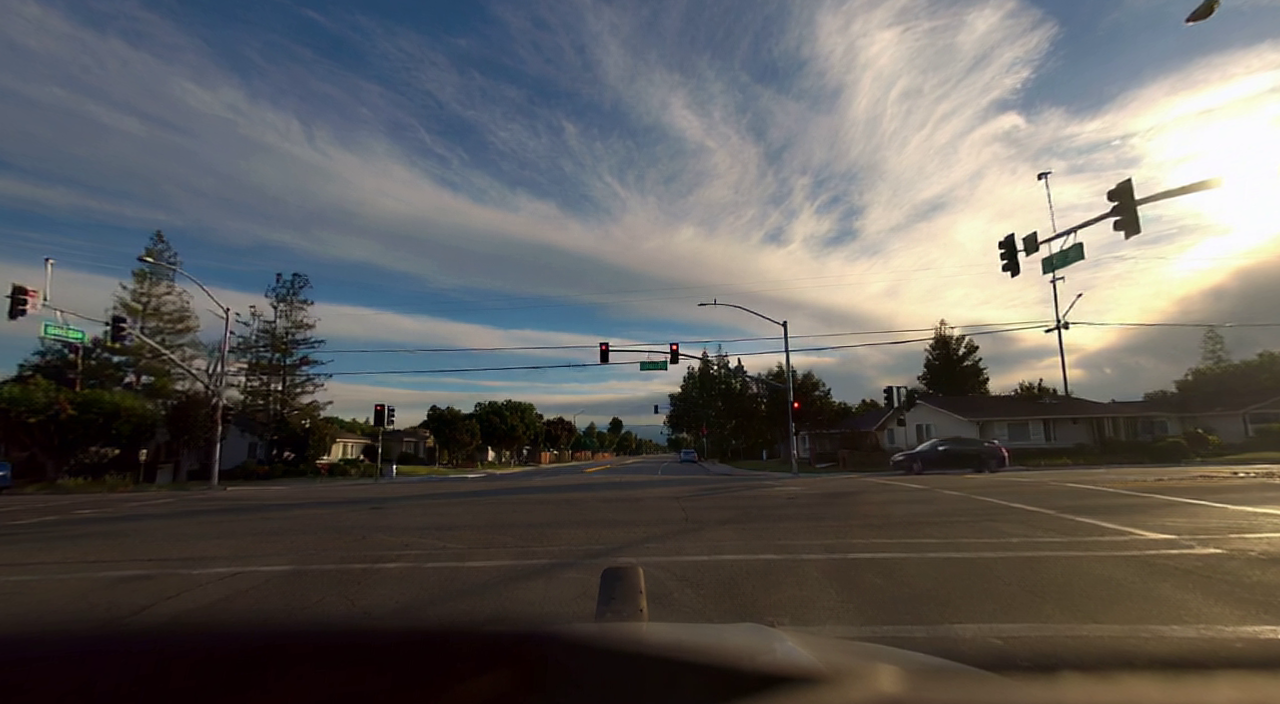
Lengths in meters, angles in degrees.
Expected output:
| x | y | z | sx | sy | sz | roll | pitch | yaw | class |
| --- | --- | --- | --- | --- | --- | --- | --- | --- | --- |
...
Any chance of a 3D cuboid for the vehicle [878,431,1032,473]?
| x | y | z | sx | sy | sz | roll | pitch | yaw | class |
| --- | --- | --- | --- | --- | --- | --- | --- | --- | --- |
| 11.306 | 3.614 | 22.840 | 4.562 | 1.460 | 1.822 | 0 | -8 | -1 | vehicle |
